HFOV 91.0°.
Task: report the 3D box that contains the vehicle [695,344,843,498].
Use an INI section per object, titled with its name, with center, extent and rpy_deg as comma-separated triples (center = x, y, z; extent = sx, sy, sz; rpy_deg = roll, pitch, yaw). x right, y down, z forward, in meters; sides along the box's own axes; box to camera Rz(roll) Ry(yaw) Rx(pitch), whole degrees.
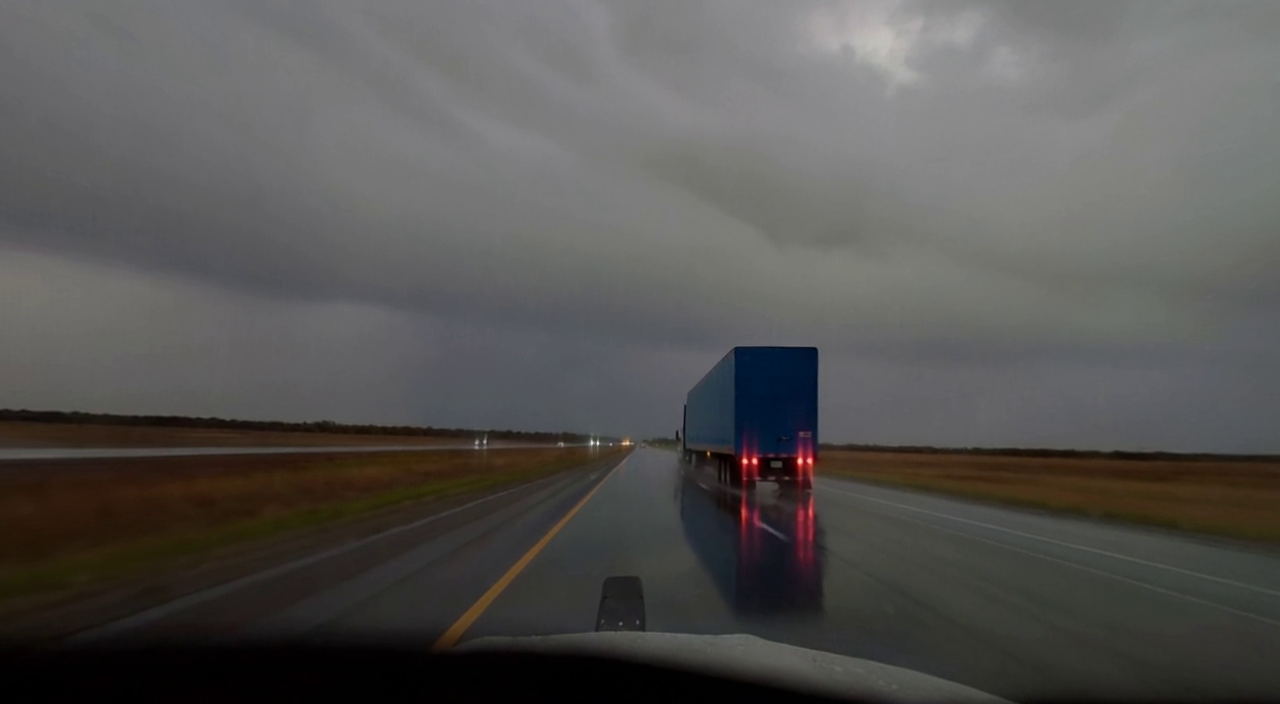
[vehicle]
center = 4.066, 2.864, 23.752
extent = 2.818, 4.206, 12.987
rpy_deg = 0, -9, 0
